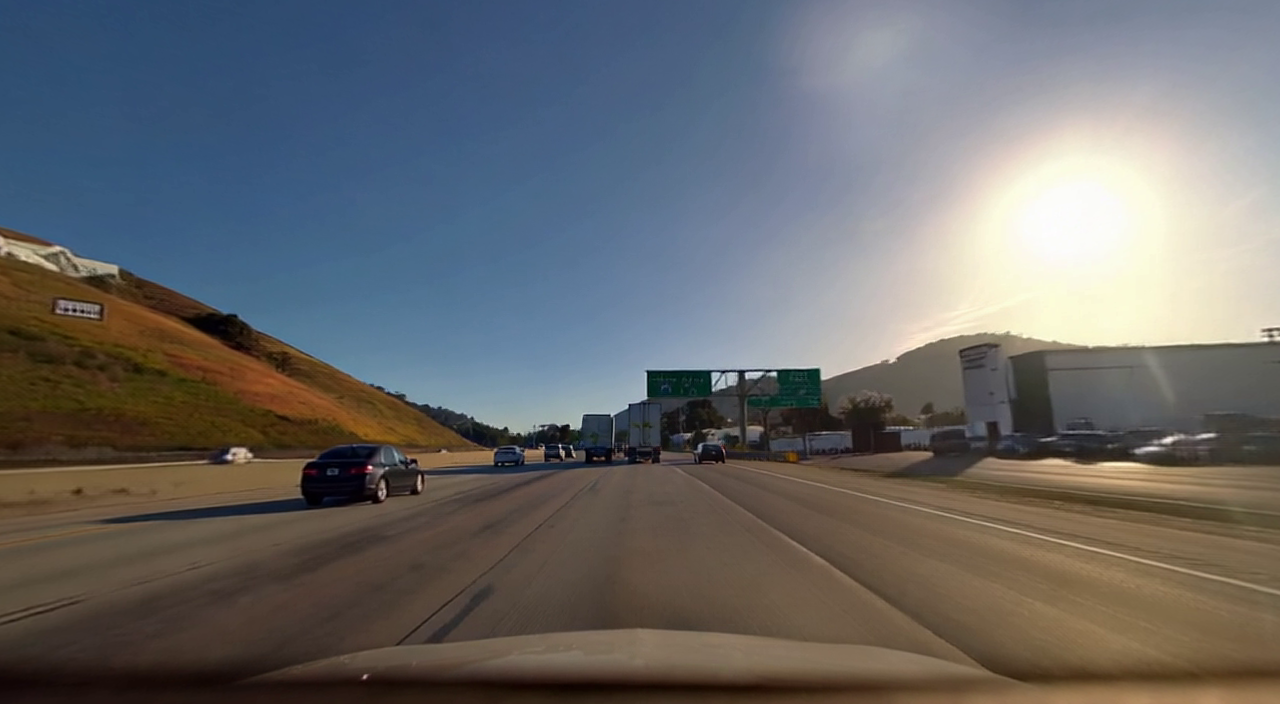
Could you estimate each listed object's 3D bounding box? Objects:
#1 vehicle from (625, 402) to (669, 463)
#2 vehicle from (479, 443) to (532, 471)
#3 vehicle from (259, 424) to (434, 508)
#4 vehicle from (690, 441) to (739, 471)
[{"bbox_3d":[0.386,6.246,47.983,2.969,4.104,10.906,0,-9,-1],"label":"vehicle"},{"bbox_3d":[-7.281,5.733,34.640,1.891,1.460,4.506,0,-9,1],"label":"vehicle"},{"bbox_3d":[-6.912,2.737,15.551,2.122,1.754,4.379,0,-9,1],"label":"vehicle"},{"bbox_3d":[3.834,5.477,33.310,2.006,1.452,4.246,0,-9,-1],"label":"vehicle"}]
